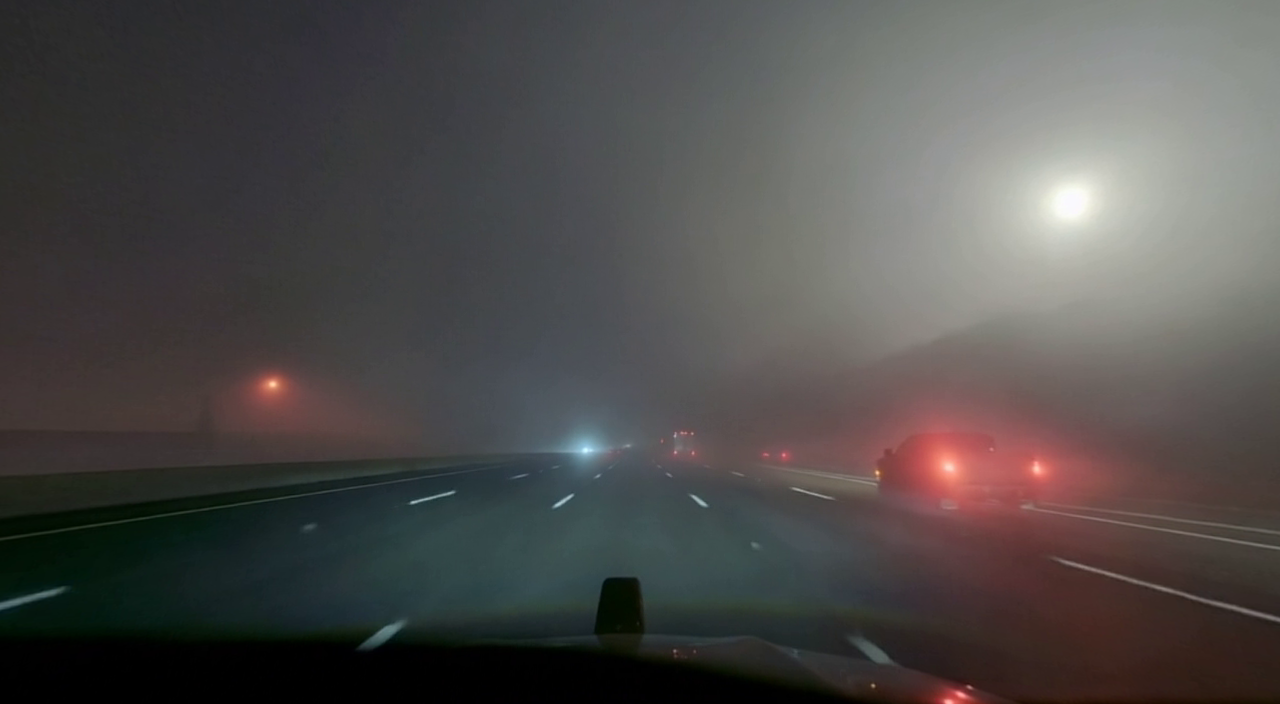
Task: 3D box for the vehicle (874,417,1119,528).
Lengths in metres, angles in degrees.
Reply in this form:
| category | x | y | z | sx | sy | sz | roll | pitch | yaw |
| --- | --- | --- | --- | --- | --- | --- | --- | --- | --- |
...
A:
| category | x | y | z | sx | sy | sz | roll | pitch | yaw |
| --- | --- | --- | --- | --- | --- | --- | --- | --- | --- |
| vehicle | 6.626 | 2.289 | 12.515 | 2.096 | 1.767 | 4.601 | 0 | -9 | -1 |
